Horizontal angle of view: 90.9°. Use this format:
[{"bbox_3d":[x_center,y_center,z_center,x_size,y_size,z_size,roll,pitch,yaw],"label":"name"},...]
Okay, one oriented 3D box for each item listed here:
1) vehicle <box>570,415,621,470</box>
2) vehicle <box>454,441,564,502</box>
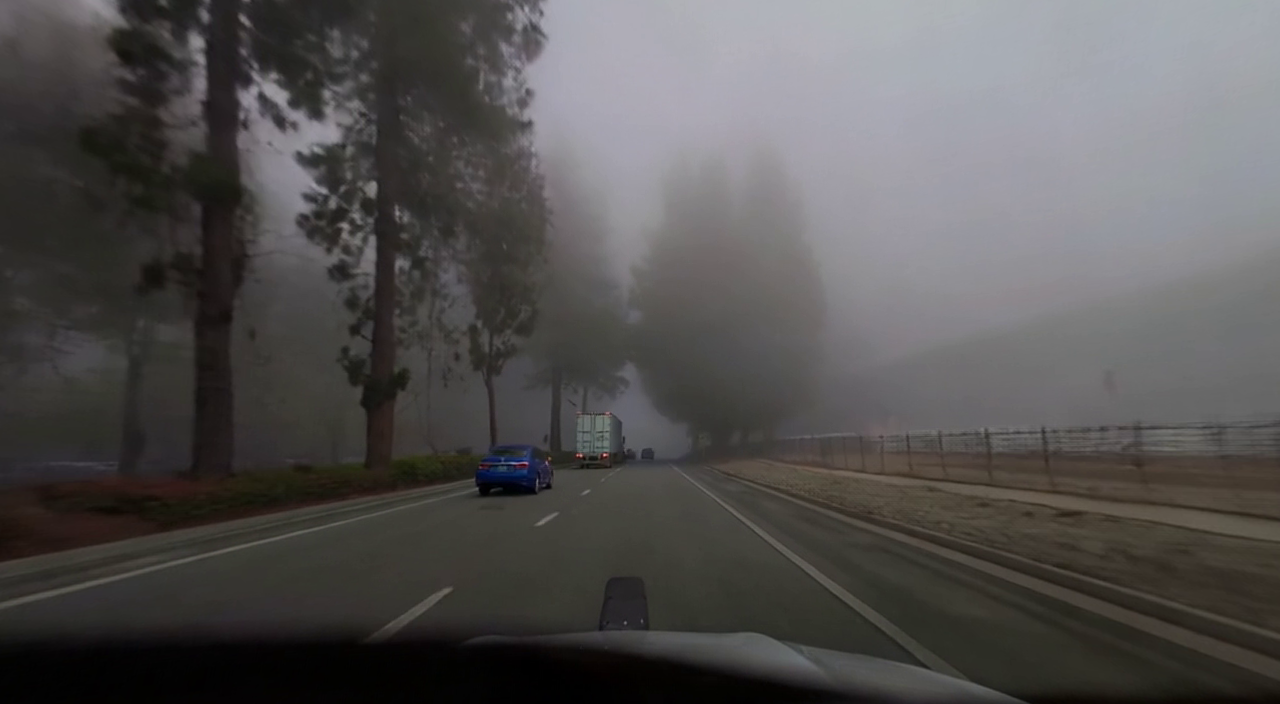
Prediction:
[{"bbox_3d":[-2.803,6.126,42.467,2.746,3.276,8.572,0,-9,1],"label":"vehicle"},{"bbox_3d":[-3.484,3.254,17.624,2.005,1.462,4.345,0,-9,2],"label":"vehicle"}]
